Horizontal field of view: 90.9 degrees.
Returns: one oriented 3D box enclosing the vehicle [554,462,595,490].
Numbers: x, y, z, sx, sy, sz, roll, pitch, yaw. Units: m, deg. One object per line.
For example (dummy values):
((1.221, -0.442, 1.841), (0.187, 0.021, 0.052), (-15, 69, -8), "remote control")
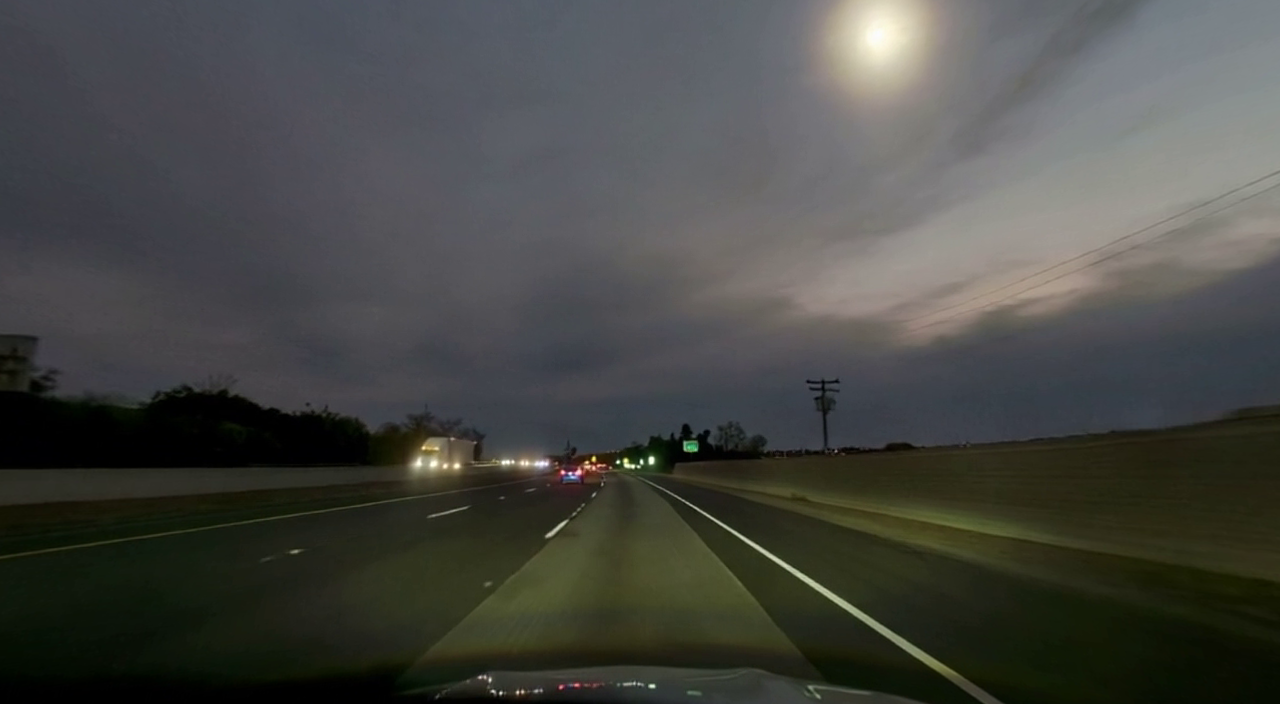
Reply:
((-4.238, 8.119, 41.445), (2.194, 1.704, 4.421), (1, -10, 0), "vehicle")
